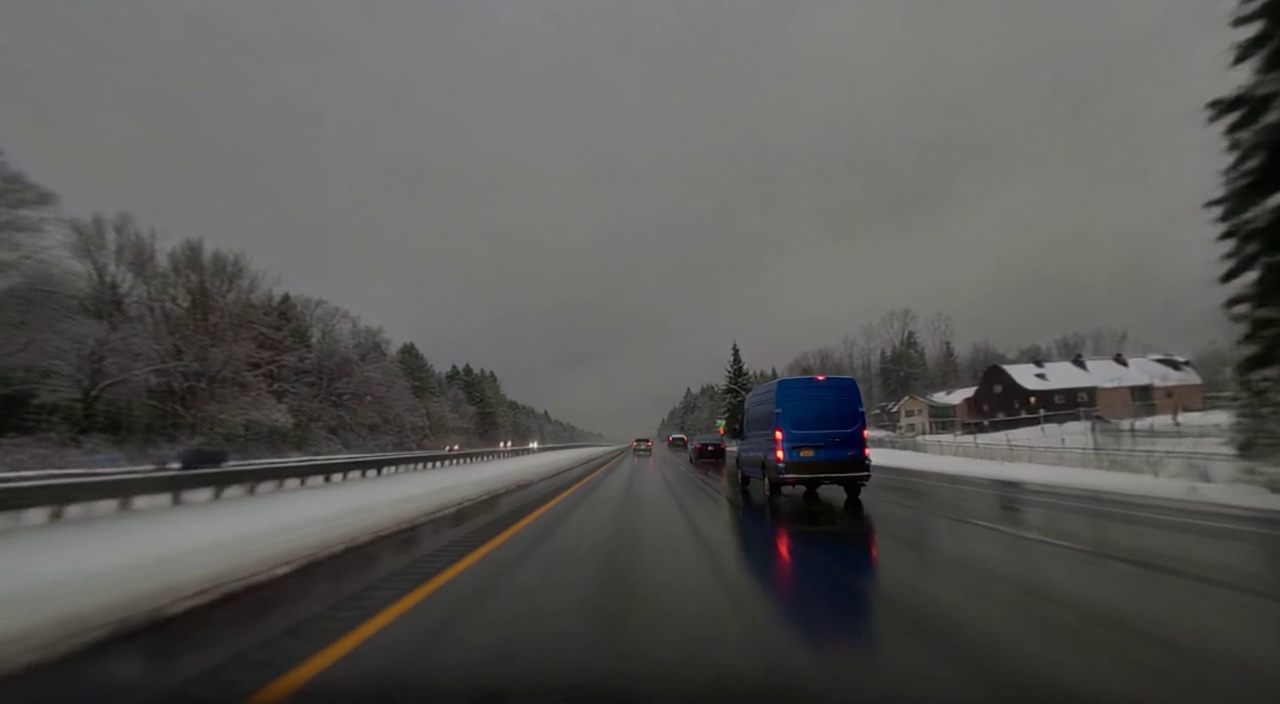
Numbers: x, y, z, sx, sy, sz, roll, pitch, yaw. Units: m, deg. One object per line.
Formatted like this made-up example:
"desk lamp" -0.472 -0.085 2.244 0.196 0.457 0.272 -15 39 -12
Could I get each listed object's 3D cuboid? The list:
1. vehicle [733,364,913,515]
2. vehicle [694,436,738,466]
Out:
"vehicle" 3.684 1.982 14.219 2.302 2.670 5.912 0 -8 1
"vehicle" 4.402 5.858 37.298 2.034 1.651 4.342 0 -8 0
